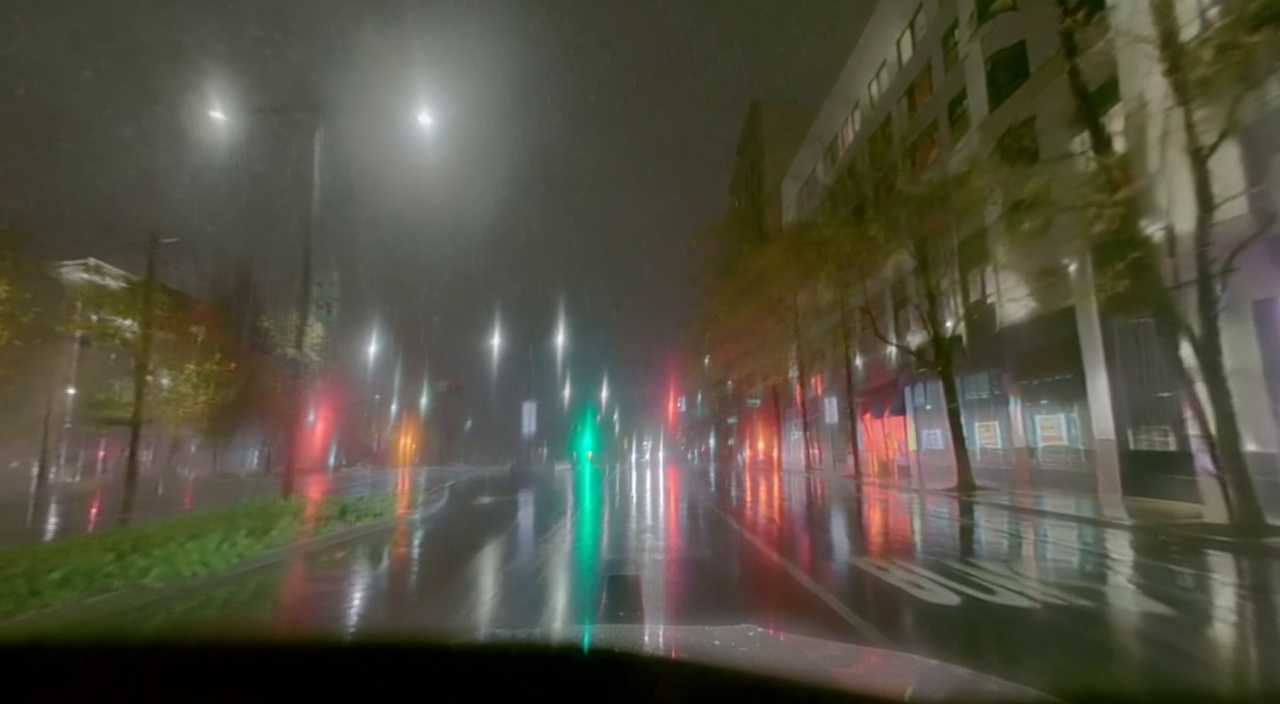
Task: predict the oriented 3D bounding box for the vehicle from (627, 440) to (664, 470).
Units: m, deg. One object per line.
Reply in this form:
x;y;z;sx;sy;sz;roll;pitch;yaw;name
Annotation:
0.359;6.512;40.068;2.223;1.775;4.250;0;-9;1;vehicle

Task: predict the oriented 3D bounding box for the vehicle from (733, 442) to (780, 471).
7.489;6.767;41.079;1.987;1.772;4.749;0;-9;-3;vehicle
